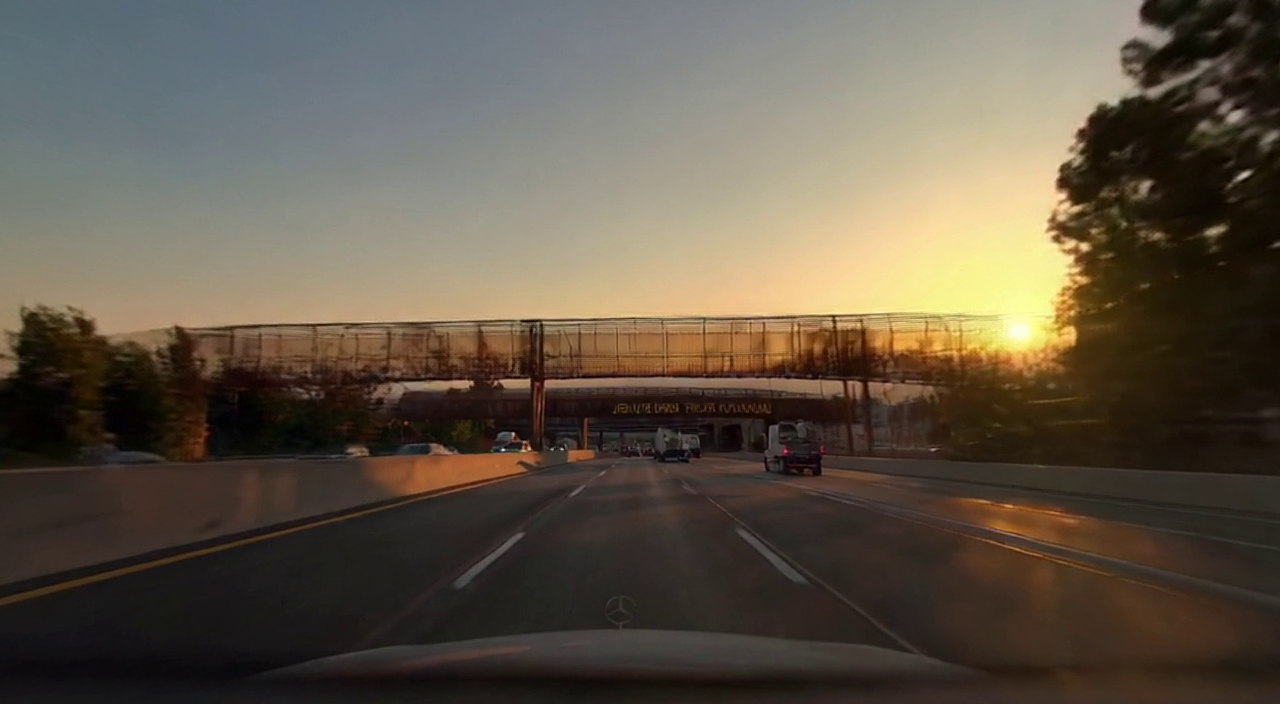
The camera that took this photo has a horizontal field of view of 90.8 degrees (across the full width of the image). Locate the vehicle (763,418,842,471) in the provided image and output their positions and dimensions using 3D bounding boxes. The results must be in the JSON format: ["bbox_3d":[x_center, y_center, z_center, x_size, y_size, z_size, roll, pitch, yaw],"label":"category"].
[{"bbox_3d":[11.197,6.570,44.696,2.912,3.293,9.588,0,-9,-1],"label":"vehicle"}]

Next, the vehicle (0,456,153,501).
[{"bbox_3d":[-20.596,4.545,23.149,1.836,1.410,4.606,0,-9,-1],"label":"vehicle"}]

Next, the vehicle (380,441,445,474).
[{"bbox_3d":[-10.489,4.881,29.319,1.676,1.424,3.480,0,-9,0],"label":"vehicle"}]

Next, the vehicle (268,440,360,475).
[{"bbox_3d":[-16.686,5.433,32.663,2.138,1.624,4.803,1,-9,0],"label":"vehicle"}]
